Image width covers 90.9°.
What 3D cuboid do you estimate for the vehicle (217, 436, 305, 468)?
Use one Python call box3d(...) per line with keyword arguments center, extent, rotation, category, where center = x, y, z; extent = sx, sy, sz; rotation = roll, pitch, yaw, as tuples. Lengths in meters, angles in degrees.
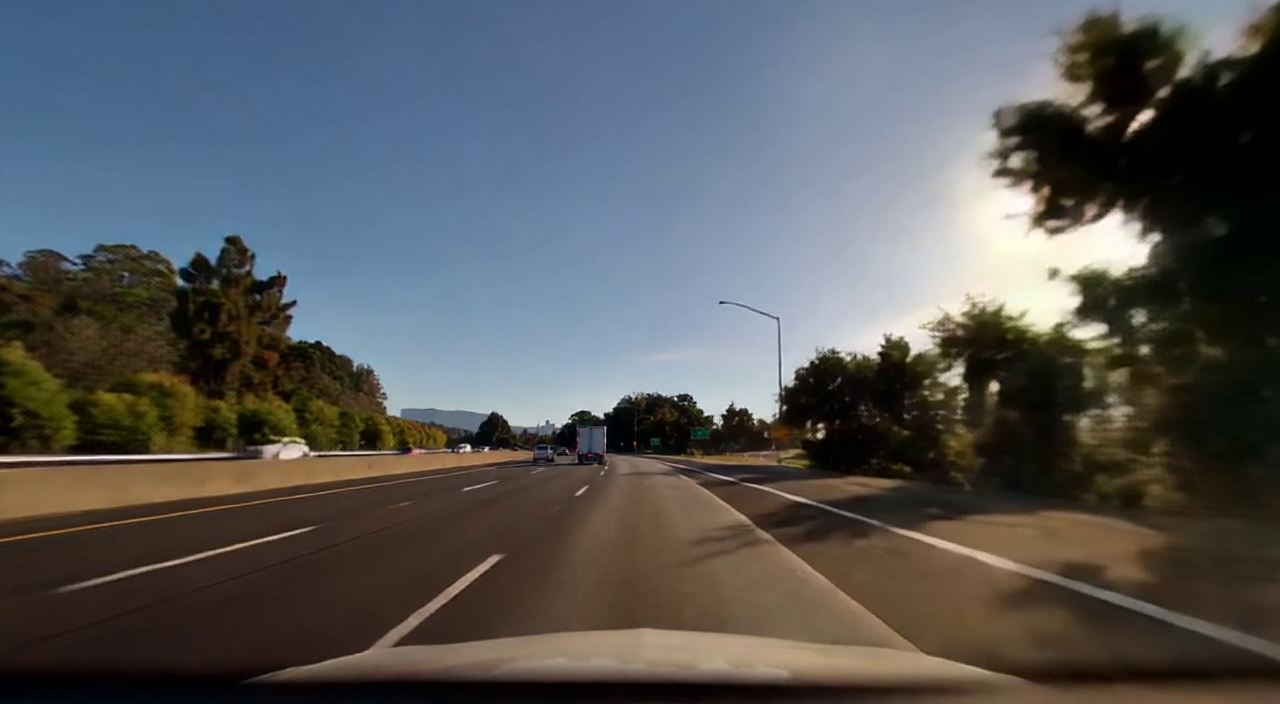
box3d(center=(-21.387, 5.663, 35.860), extent=(2.018, 1.689, 4.895), rotation=(0, -8, -2), category="vehicle")
